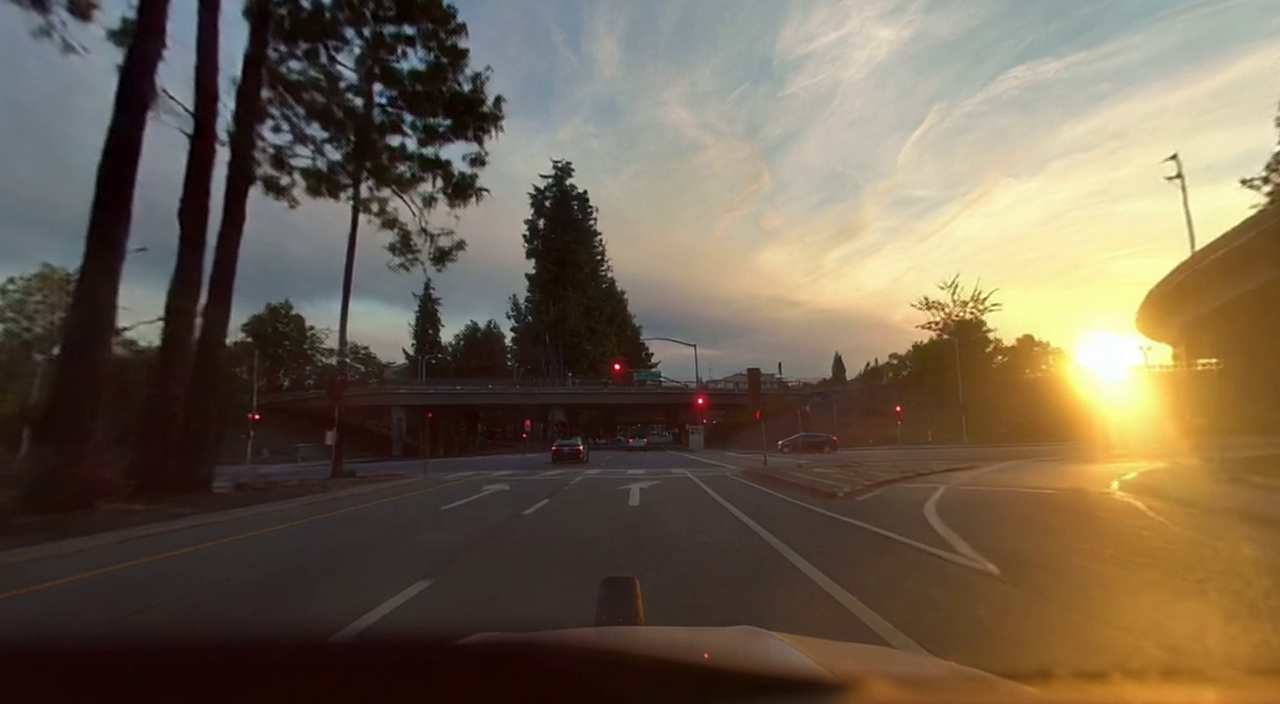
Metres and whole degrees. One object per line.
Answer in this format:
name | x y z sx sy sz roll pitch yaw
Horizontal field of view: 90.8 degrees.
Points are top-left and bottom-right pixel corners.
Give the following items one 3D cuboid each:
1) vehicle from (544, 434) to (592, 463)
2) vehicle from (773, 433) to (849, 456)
vehicle | -3.856 5.306 34.634 2.082 1.472 4.310 0 -9 0
vehicle | 11.720 6.365 43.478 4.691 1.466 1.800 1 -9 -6
